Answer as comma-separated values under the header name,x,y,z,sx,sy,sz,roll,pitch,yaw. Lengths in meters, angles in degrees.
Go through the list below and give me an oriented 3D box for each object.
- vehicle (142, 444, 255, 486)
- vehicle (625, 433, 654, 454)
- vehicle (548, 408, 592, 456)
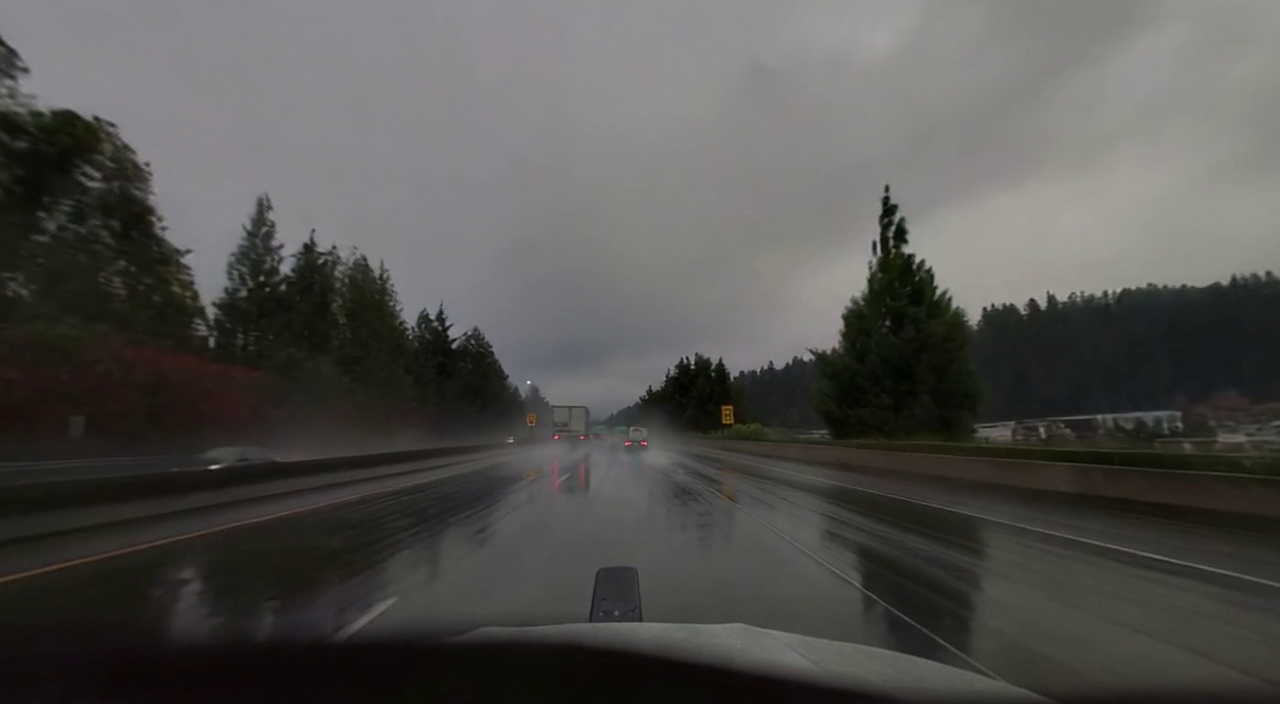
name,x,y,z,sx,sy,sz,roll,pitch,yaw
vehicle,-16.798,4.283,24.133,1.654,1.408,3.685,0,-8,0
vehicle,-0.093,6.620,45.604,1.988,1.472,3.716,0,-8,-1
vehicle,-4.856,5.699,44.704,2.450,3.098,6.965,0,-8,-1
